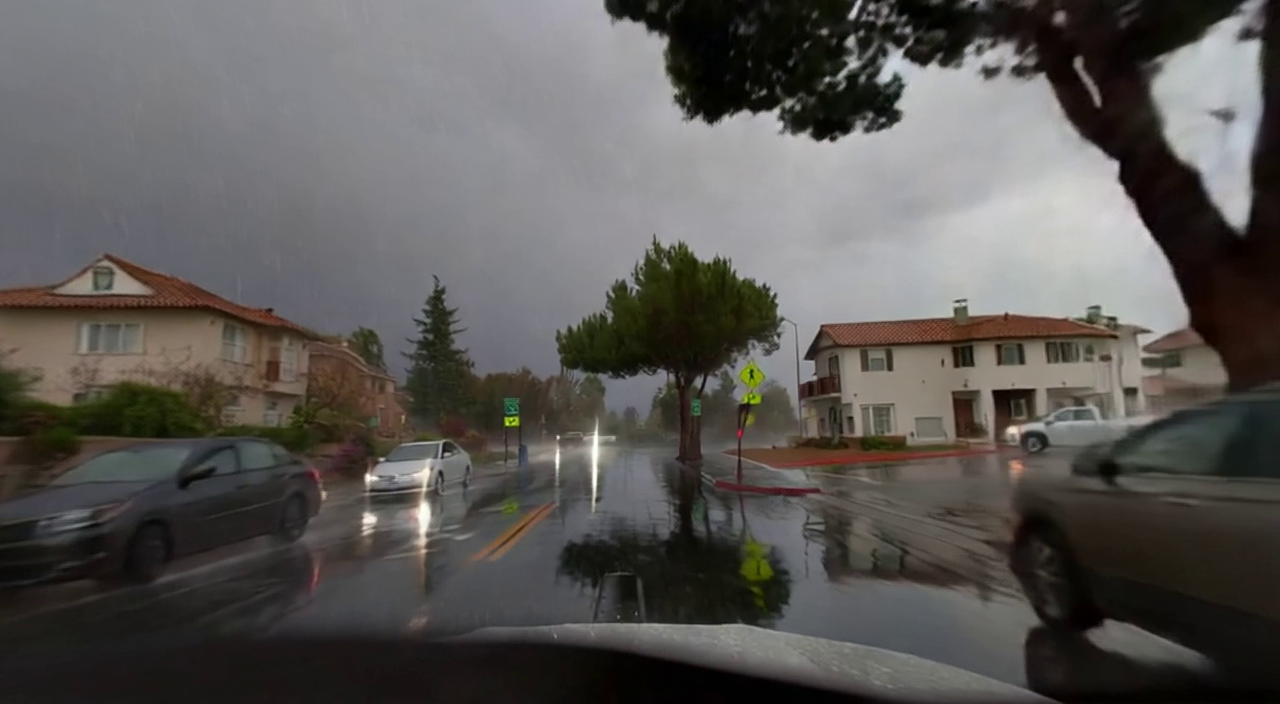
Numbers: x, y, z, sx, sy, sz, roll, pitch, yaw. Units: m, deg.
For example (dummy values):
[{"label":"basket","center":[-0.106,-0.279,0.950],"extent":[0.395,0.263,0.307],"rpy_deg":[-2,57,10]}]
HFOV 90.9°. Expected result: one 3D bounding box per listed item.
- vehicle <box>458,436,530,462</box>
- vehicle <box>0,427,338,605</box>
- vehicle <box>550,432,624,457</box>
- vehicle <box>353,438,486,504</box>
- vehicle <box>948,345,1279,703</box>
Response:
[{"label":"vehicle","center":[-10.147,6.733,43.750],"extent":[4.639,1.700,2.002],"rpy_deg":[3,-9,-19]},{"label":"vehicle","center":[-5.429,1.697,7.425],"extent":[1.842,1.540,3.704],"rpy_deg":[0,-8,0]},{"label":"vehicle","center":[-4.008,7.028,47.935],"extent":[5.181,1.768,2.139],"rpy_deg":[4,-9,-25]},{"label":"vehicle","center":[-5.467,2.981,16.270],"extent":[1.919,1.464,4.155],"rpy_deg":[0,-8,0]},{"label":"vehicle","center":[3.493,0.863,2.841],"extent":[1.997,1.663,4.544],"rpy_deg":[-1,-8,2]}]
